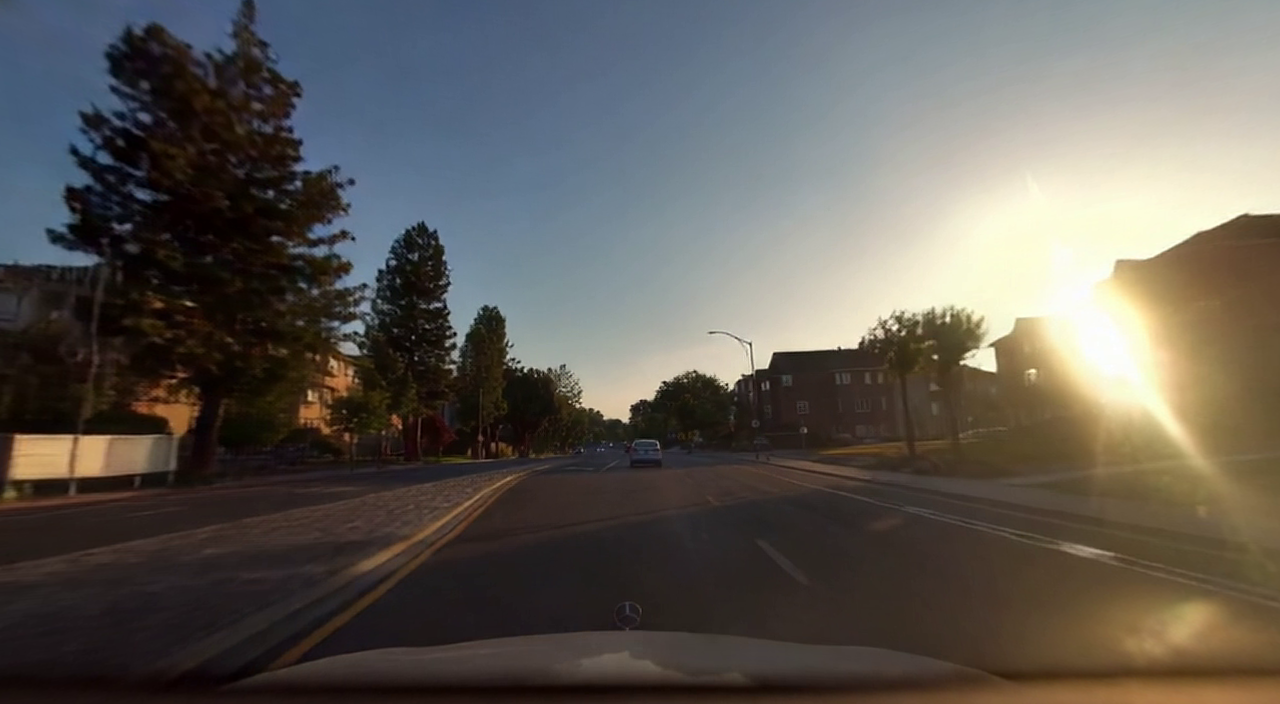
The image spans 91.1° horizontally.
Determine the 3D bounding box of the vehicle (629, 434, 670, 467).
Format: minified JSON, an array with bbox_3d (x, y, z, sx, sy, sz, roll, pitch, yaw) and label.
[{"bbox_3d":[0.494,5.741,36.762,2.165,1.783,4.391,0,-8,-2],"label":"vehicle"}]
